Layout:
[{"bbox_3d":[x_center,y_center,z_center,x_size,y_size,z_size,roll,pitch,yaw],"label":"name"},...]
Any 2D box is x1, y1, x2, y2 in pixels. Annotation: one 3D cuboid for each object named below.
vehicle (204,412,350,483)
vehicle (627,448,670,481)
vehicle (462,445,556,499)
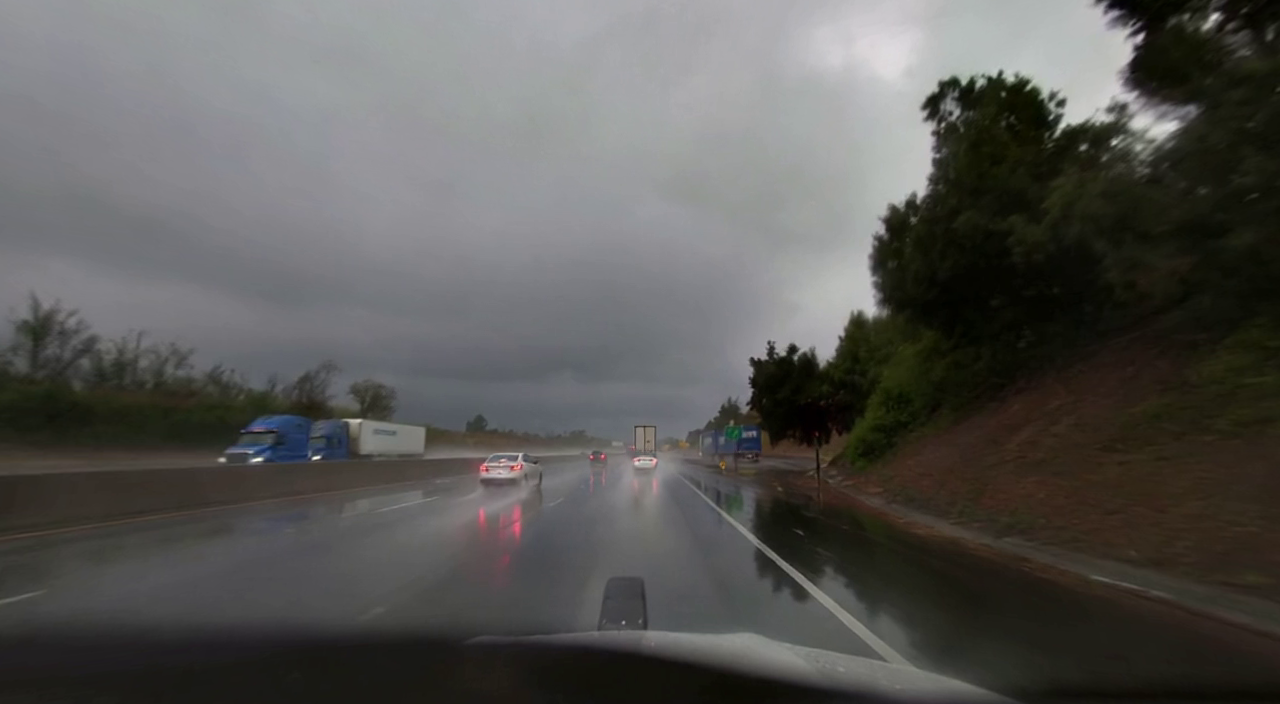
[{"bbox_3d":[-19.254,5.202,34.273,2.919,3.409,8.090,0,-9,1],"label":"vehicle"},{"bbox_3d":[0.395,5.463,30.774,1.991,1.507,3.391,0,-9,0],"label":"vehicle"},{"bbox_3d":[-4.040,3.779,20.212,2.018,1.504,4.431,0,-9,1],"label":"vehicle"}]
